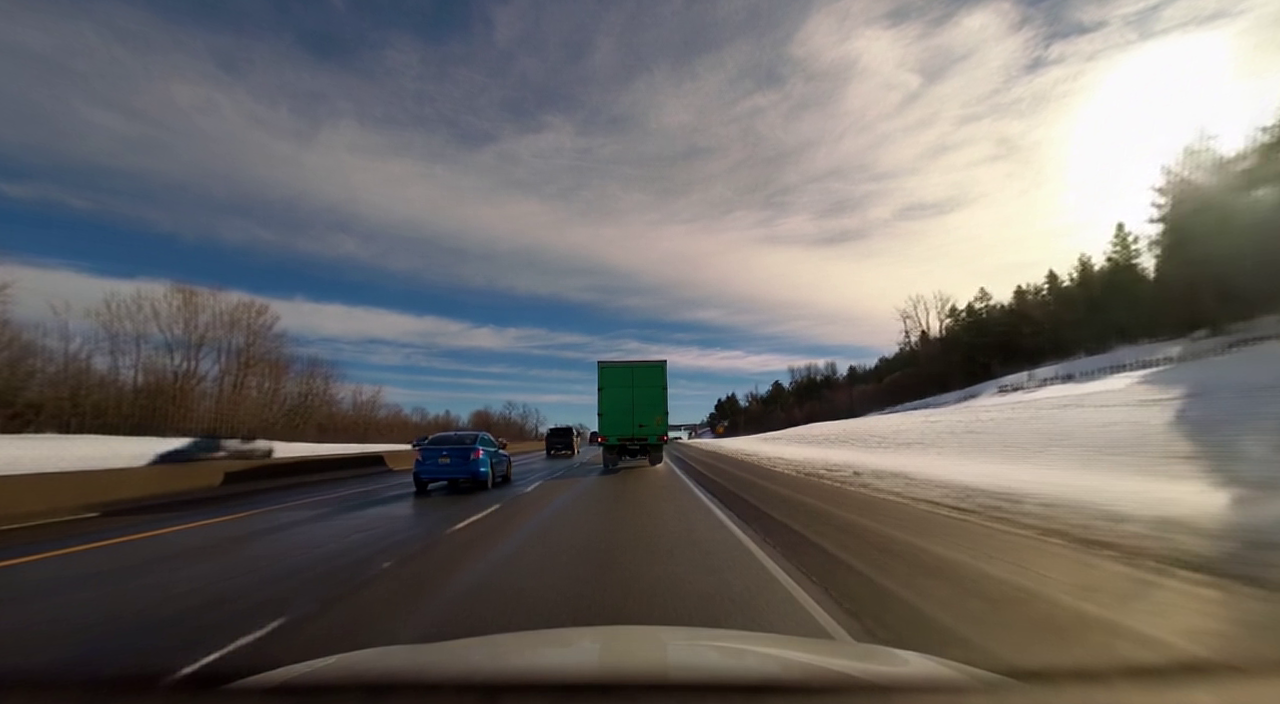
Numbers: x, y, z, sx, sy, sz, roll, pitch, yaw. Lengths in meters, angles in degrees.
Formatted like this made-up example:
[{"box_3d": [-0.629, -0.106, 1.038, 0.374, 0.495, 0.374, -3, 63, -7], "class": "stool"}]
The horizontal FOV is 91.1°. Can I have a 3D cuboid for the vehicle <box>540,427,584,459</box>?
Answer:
[{"box_3d": [-4.639, 5.462, 37.898, 2.019, 1.834, 4.644, 0, -8, 0], "class": "vehicle"}]

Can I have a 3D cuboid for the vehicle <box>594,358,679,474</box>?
[{"box_3d": [-0.236, 2.896, 27.006, 2.953, 4.041, 10.072, 0, -8, -1], "class": "vehicle"}]

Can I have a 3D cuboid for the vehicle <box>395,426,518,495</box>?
[{"box_3d": [-4.621, 2.771, 16.591, 1.931, 1.539, 4.441, 0, -8, 0], "class": "vehicle"}]
